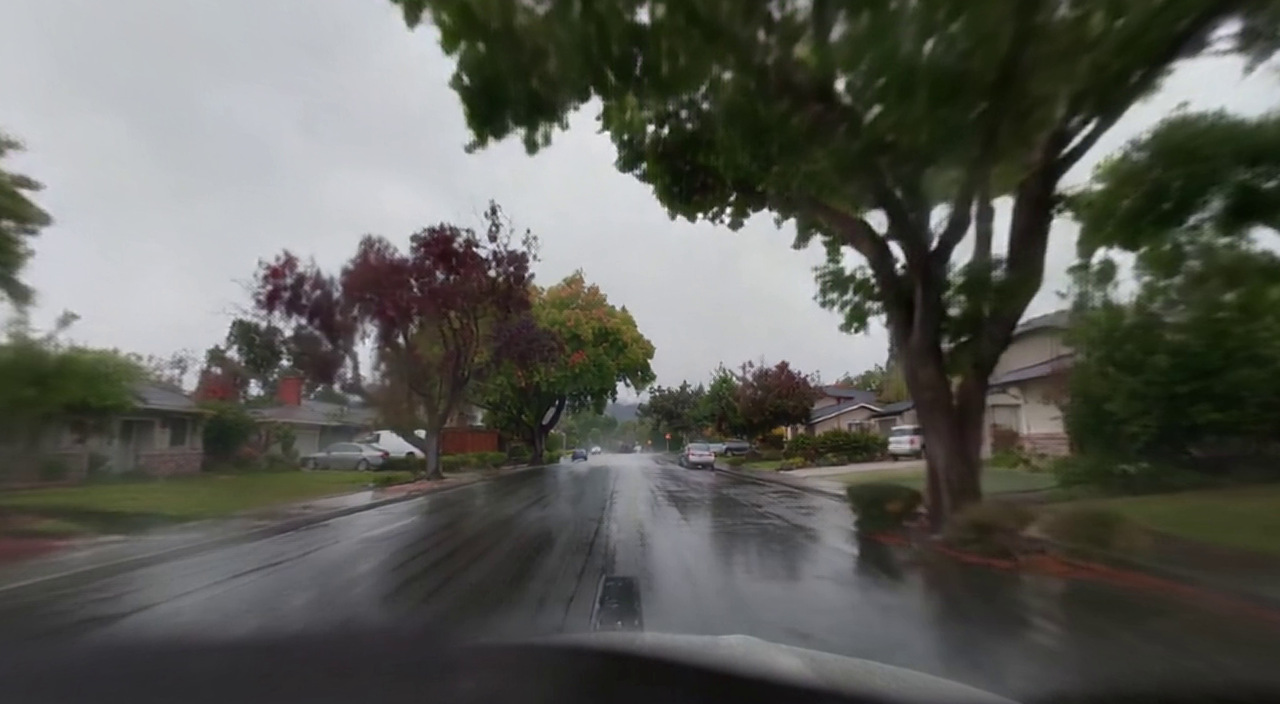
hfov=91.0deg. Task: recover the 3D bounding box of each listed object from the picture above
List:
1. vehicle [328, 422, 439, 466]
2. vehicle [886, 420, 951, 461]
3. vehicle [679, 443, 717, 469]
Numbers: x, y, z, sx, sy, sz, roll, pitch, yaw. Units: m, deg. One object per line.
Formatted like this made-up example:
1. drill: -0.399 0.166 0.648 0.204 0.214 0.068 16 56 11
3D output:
1. vehicle: -17.175 6.213 42.396 6.381 2.645 2.703 -3 -9 9
2. vehicle: 14.633 4.650 32.946 2.222 1.963 4.670 -6 -10 33
3. vehicle: 3.572 6.508 39.554 2.011 1.521 4.292 0 -9 1
